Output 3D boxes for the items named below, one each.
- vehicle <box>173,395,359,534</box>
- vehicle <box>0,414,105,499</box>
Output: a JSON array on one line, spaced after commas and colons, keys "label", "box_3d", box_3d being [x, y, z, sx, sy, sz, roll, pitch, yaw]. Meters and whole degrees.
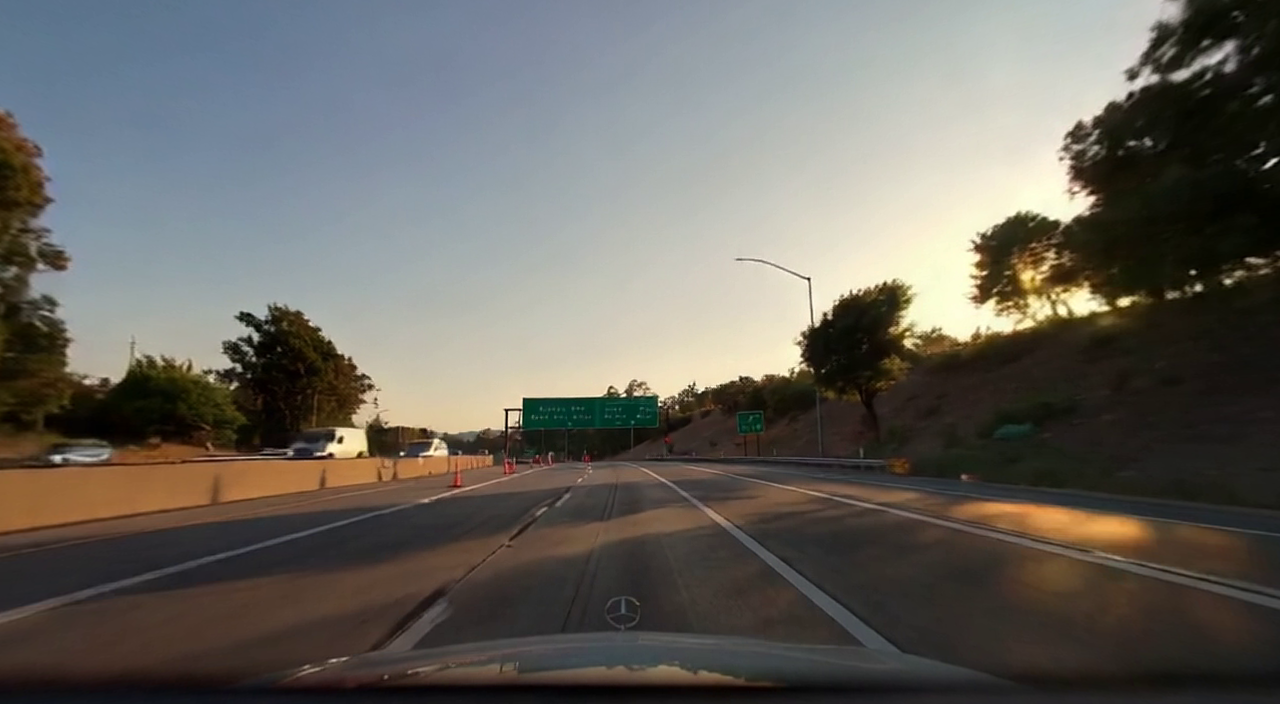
[{"label": "vehicle", "box_3d": [-7.649, 2.314, 13.289, 1.925, 2.542, 3.048, -1, -8, 0]}, {"label": "vehicle", "box_3d": [-20.019, 2.830, 17.887, 2.695, 2.433, 7.714, 5, -12, 0]}]
